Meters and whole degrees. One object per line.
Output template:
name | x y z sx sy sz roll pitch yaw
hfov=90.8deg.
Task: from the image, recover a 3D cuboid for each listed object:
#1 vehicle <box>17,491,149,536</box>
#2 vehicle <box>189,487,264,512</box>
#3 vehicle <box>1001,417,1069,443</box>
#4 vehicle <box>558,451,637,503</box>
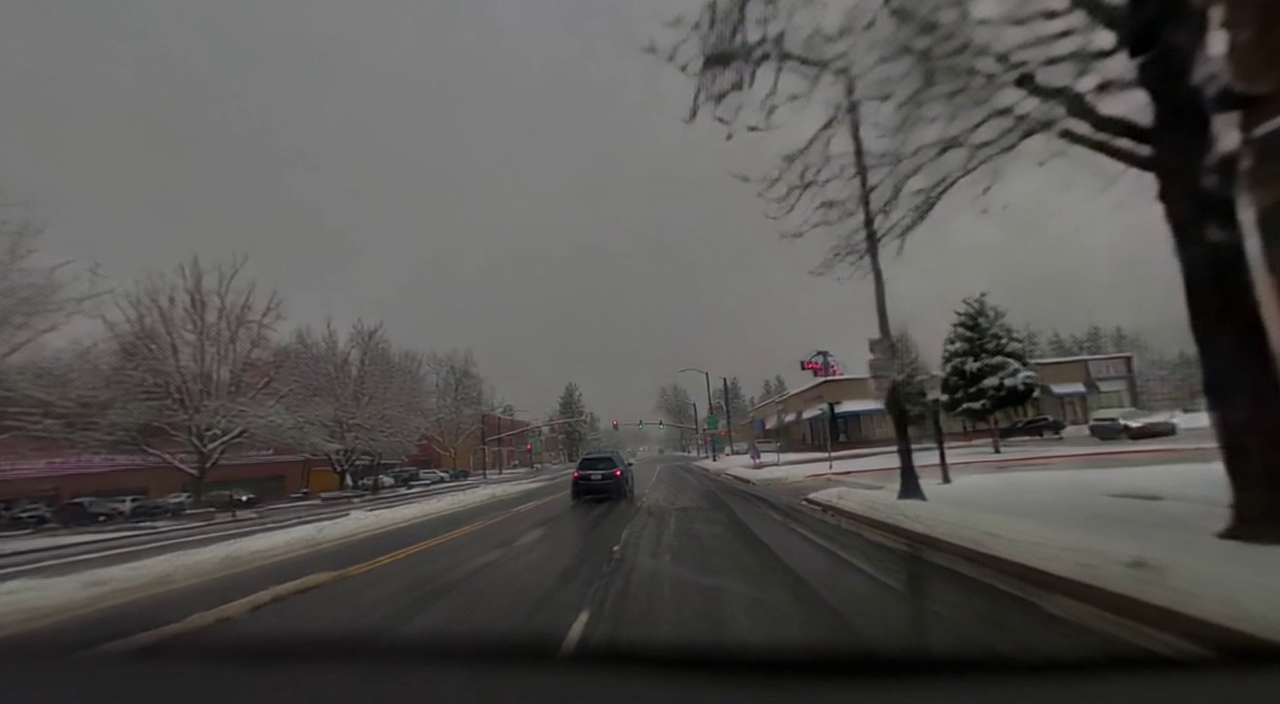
vehicle | -27.964 8.076 31.962 1.984 1.726 4.592 -2 -9 13
vehicle | -30.223 10.780 46.340 1.817 1.485 4.436 -2 -9 13
vehicle | 27.573 5.543 44.305 1.965 1.693 4.635 -1 -8 3
vehicle | -1.208 3.848 19.931 1.977 1.451 4.032 -1 -9 3
